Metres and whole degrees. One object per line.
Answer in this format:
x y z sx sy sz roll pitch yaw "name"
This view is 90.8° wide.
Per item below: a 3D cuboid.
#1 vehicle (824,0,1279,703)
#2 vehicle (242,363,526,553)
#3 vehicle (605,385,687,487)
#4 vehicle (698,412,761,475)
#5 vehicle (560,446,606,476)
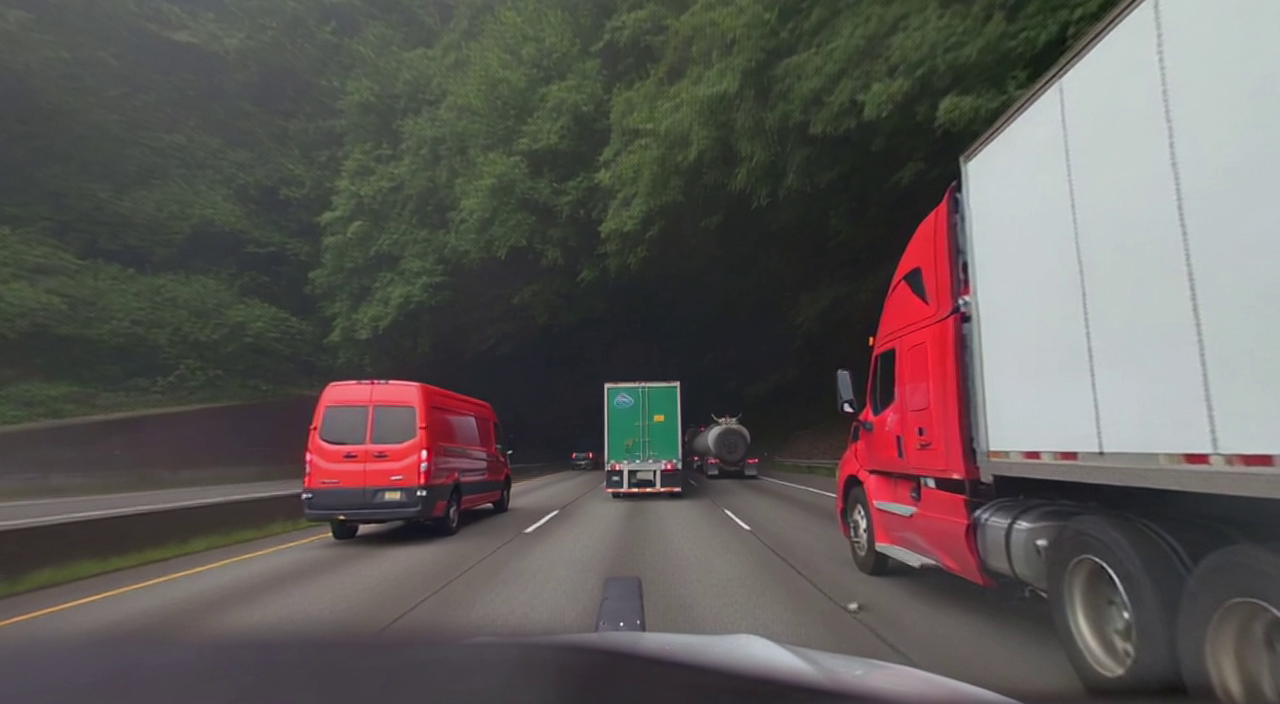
4.313 -0.241 3.220 3.139 4.152 11.915 0 -9 0 "vehicle"
-4.037 1.915 11.753 2.525 2.572 6.260 0 -9 1 "vehicle"
0.114 3.567 26.105 2.773 3.455 9.118 0 -9 -1 "vehicle"
5.601 6.081 41.453 2.706 3.500 11.483 0 -9 1 "vehicle"
-3.262 6.362 37.026 2.134 1.652 4.439 0 -9 3 "vehicle"
